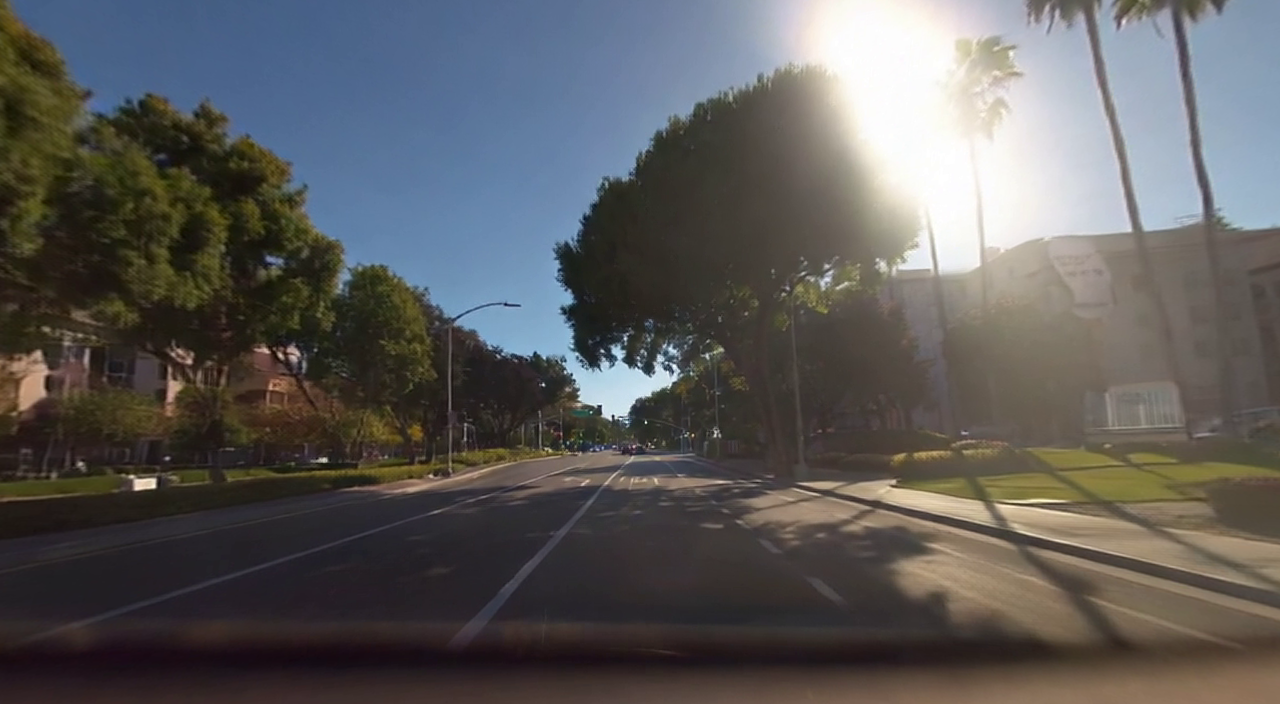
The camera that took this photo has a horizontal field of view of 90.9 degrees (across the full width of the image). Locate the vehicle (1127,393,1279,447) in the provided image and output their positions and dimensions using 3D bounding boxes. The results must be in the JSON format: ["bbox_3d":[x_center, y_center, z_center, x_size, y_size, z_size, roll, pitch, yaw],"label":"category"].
[{"bbox_3d":[21.888,2.668,23.915,2.222,1.818,5.099,1,-9,-9],"label":"vehicle"}]
